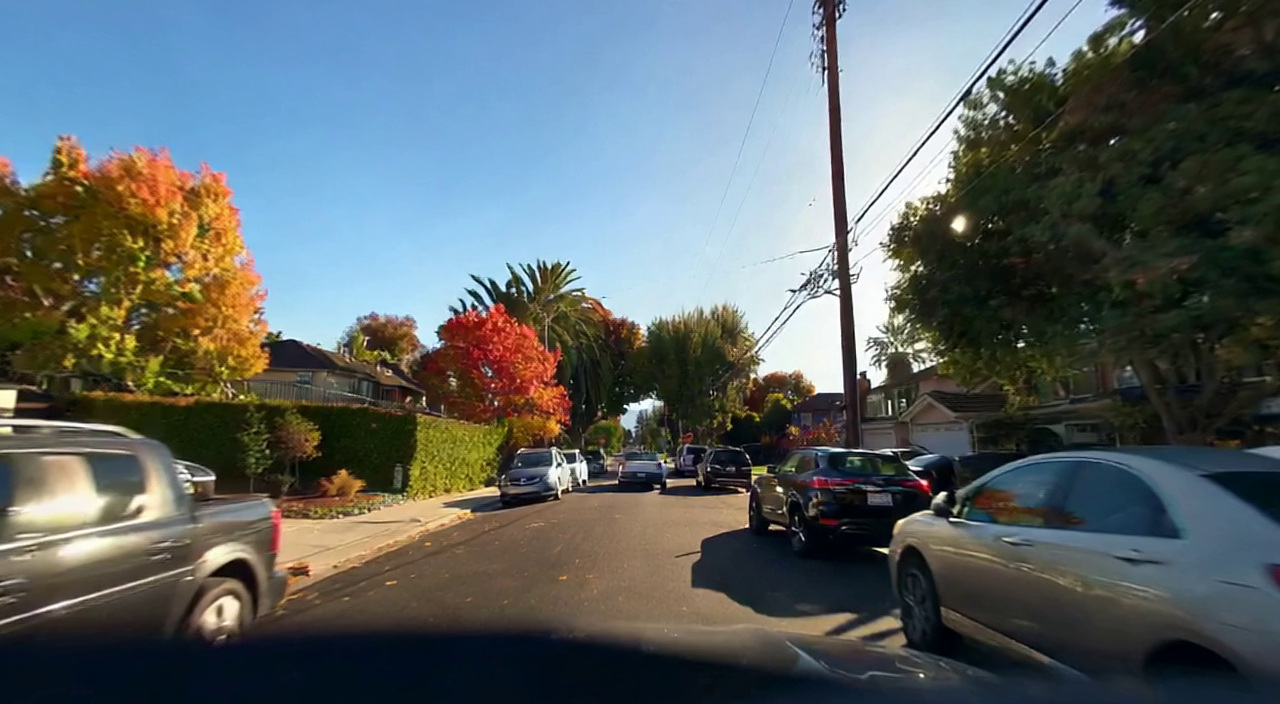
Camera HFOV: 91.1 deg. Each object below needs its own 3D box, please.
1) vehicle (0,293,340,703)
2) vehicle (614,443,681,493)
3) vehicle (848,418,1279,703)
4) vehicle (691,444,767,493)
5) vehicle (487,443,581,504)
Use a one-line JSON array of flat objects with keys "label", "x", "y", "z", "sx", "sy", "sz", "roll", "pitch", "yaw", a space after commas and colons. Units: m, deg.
[{"label": "vehicle", "x": -3.046, "y": 0.733, "z": 1.954, "sx": 2.044, "sy": 1.797, "sz": 4.650, "roll": -1, "pitch": -10, "yaw": -2}, {"label": "vehicle", "x": 0.248, "y": 3.805, "z": 20.979, "sx": 2.010, "sy": 1.499, "sz": 4.107, "roll": 0, "pitch": -8, "yaw": 1}, {"label": "vehicle", "x": 2.893, "y": 1.211, "z": 3.583, "sx": 1.869, "sy": 1.505, "sz": 4.397, "roll": 0, "pitch": -8, "yaw": 0}, {"label": "vehicle", "x": 3.079, "y": 4.114, "z": 22.618, "sx": 1.967, "sy": 1.563, "sz": 4.237, "roll": 0, "pitch": -8, "yaw": -2}, {"label": "vehicle", "x": -2.917, "y": 3.441, "z": 18.306, "sx": 1.877, "sy": 1.521, "sz": 4.348, "roll": 0, "pitch": -8, "yaw": 2}]
